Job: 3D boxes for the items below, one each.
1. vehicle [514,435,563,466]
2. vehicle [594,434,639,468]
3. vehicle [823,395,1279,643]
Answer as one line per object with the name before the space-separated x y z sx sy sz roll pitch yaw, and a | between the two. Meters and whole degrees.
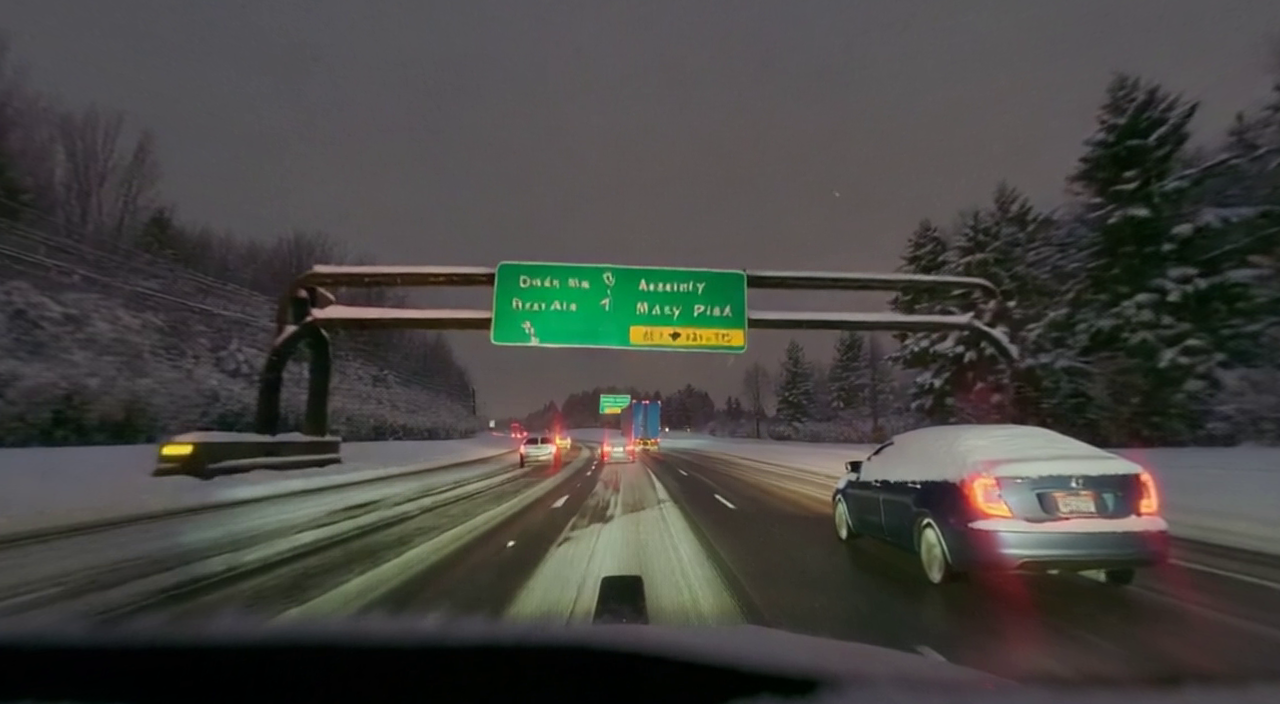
vehicle | -5.305 5.186 33.350 2.072 1.512 4.043 0 -8 -2
vehicle | -1.144 4.792 30.655 2.020 1.516 3.951 0 -8 -2
vehicle | 3.411 1.320 6.033 1.971 1.472 4.301 -1 -8 -1
